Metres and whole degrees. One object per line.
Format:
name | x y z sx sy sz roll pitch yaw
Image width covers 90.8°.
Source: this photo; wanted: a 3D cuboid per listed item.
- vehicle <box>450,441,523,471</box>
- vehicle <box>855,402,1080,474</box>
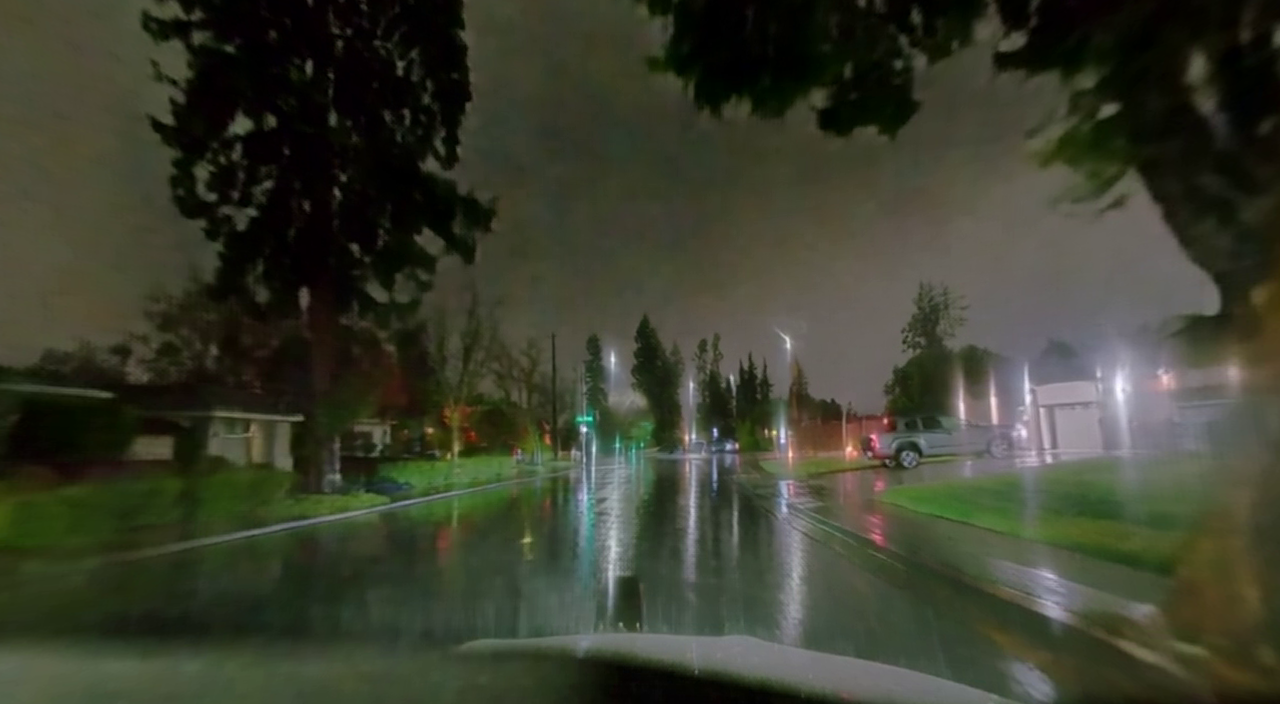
vehicle | -11.219 7.664 46.603 5.045 1.835 2.315 -2 -9 -11
vehicle | 10.720 2.906 21.257 6.053 2.240 2.582 -1 -9 5
